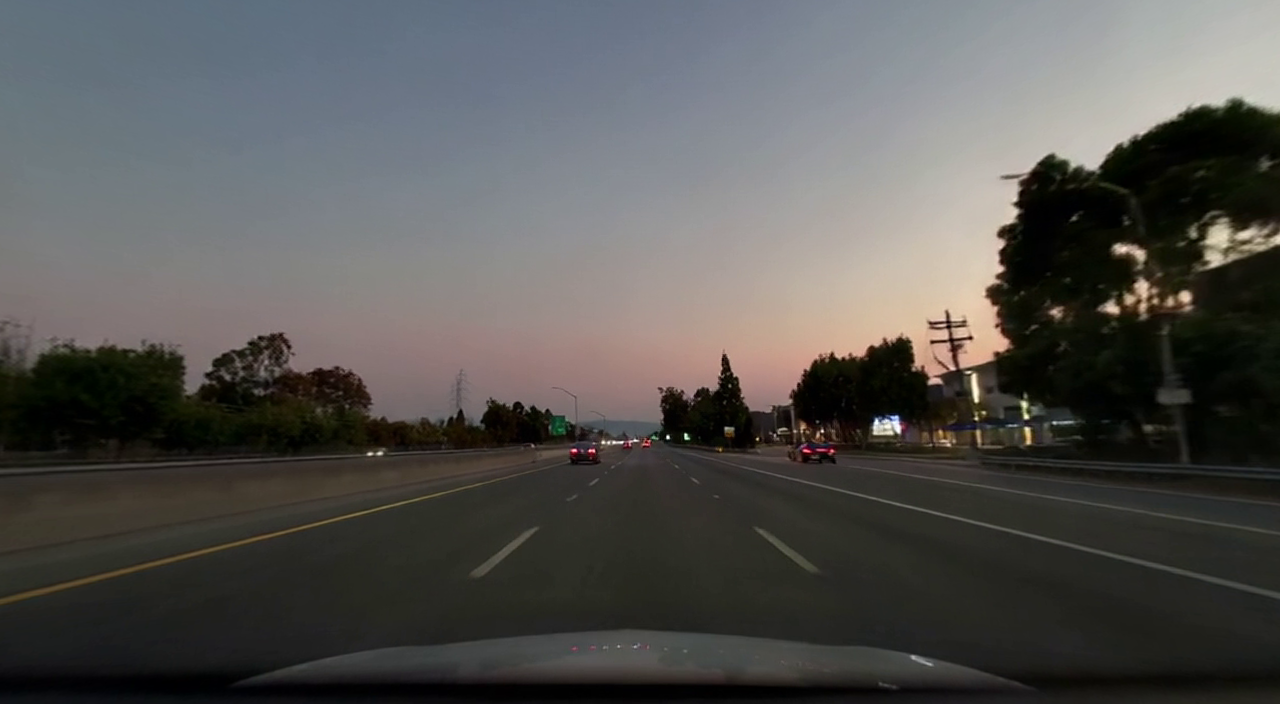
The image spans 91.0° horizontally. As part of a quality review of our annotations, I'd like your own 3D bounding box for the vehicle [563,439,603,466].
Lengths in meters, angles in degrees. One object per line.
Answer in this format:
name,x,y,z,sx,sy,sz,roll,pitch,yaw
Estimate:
vehicle,-3.459,6.168,38.798,2.015,1.557,4.229,0,-9,1
